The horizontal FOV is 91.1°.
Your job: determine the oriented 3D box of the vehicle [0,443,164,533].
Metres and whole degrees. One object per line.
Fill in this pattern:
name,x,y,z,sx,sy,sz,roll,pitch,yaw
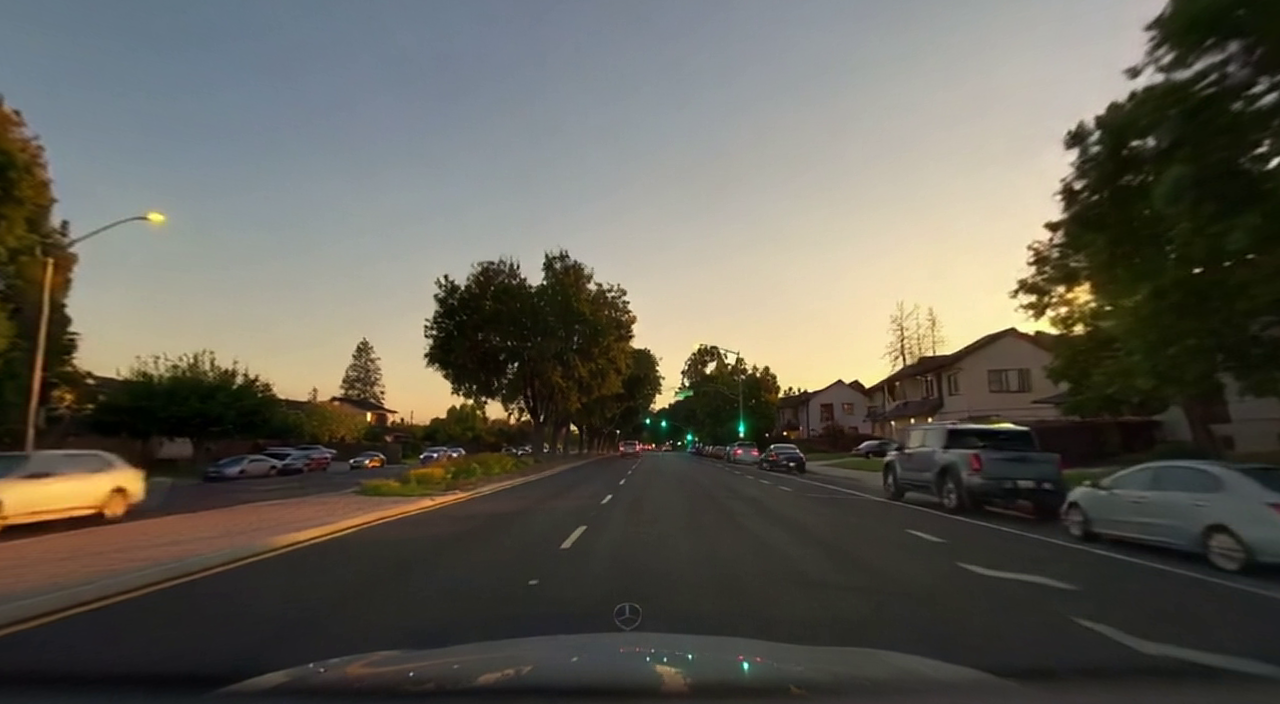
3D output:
vehicle,-11.585,2.445,11.682,1.914,1.472,4.480,0,-8,0

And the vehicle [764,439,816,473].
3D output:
vehicle,7.995,5.547,33.891,1.910,1.686,4.399,-1,-8,3

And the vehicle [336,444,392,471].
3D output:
vehicle,-20.145,7.691,45.990,1.901,1.785,4.676,0,-8,0

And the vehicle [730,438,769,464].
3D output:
vehicle,8.075,7.346,46.726,2.032,1.844,4.964,0,-8,0

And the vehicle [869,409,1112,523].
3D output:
vehicle,7.549,2.519,14.523,2.306,2.088,5.571,0,-8,-1

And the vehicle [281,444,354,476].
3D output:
vehicle,-20.275,6.771,39.694,1.990,1.844,4.902,0,-8,0

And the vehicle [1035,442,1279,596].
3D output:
vehicle,7.149,1.820,7.474,1.853,1.480,4.666,0,-8,0

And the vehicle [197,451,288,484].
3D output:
vehicle,-20.605,5.982,32.779,1.910,1.493,4.190,0,-8,1
